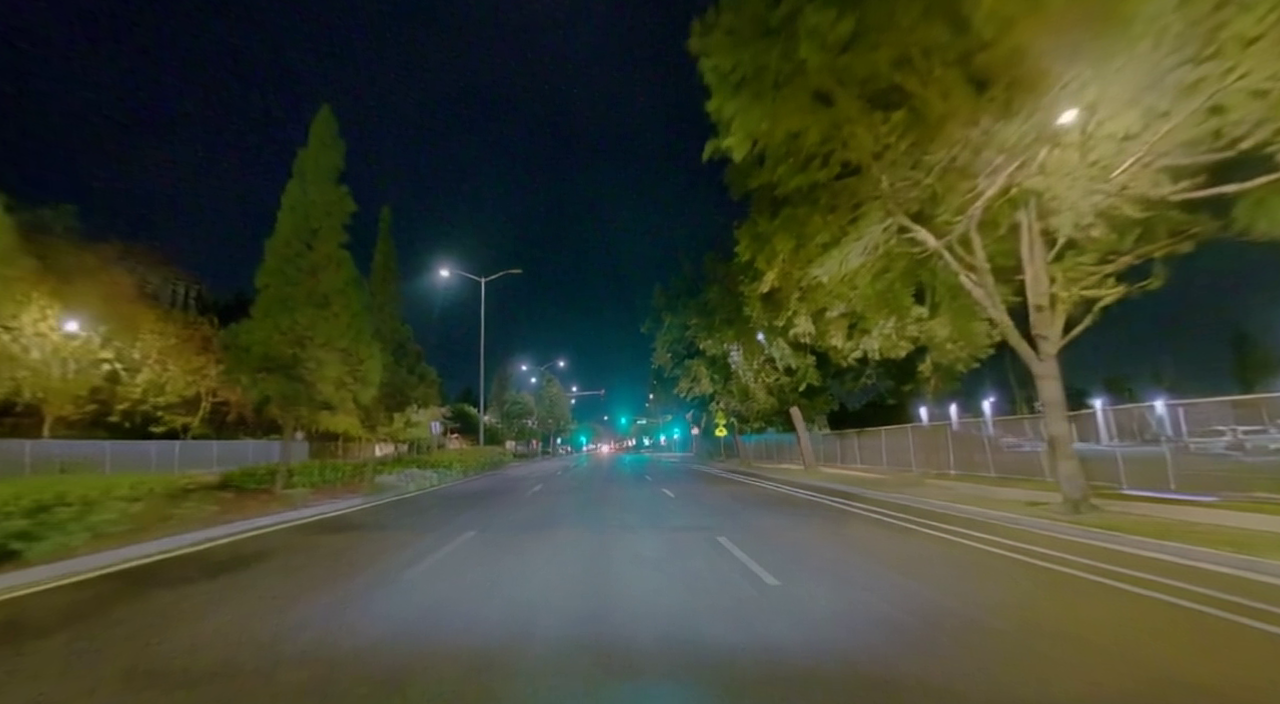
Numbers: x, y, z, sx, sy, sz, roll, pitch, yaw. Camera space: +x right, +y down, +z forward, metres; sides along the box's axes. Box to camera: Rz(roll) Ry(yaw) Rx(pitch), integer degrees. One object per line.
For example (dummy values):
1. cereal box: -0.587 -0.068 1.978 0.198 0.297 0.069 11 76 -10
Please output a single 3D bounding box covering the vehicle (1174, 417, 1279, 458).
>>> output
1. vehicle: 26.152 3.812 27.974 2.055 1.645 4.679 -3 -9 18
